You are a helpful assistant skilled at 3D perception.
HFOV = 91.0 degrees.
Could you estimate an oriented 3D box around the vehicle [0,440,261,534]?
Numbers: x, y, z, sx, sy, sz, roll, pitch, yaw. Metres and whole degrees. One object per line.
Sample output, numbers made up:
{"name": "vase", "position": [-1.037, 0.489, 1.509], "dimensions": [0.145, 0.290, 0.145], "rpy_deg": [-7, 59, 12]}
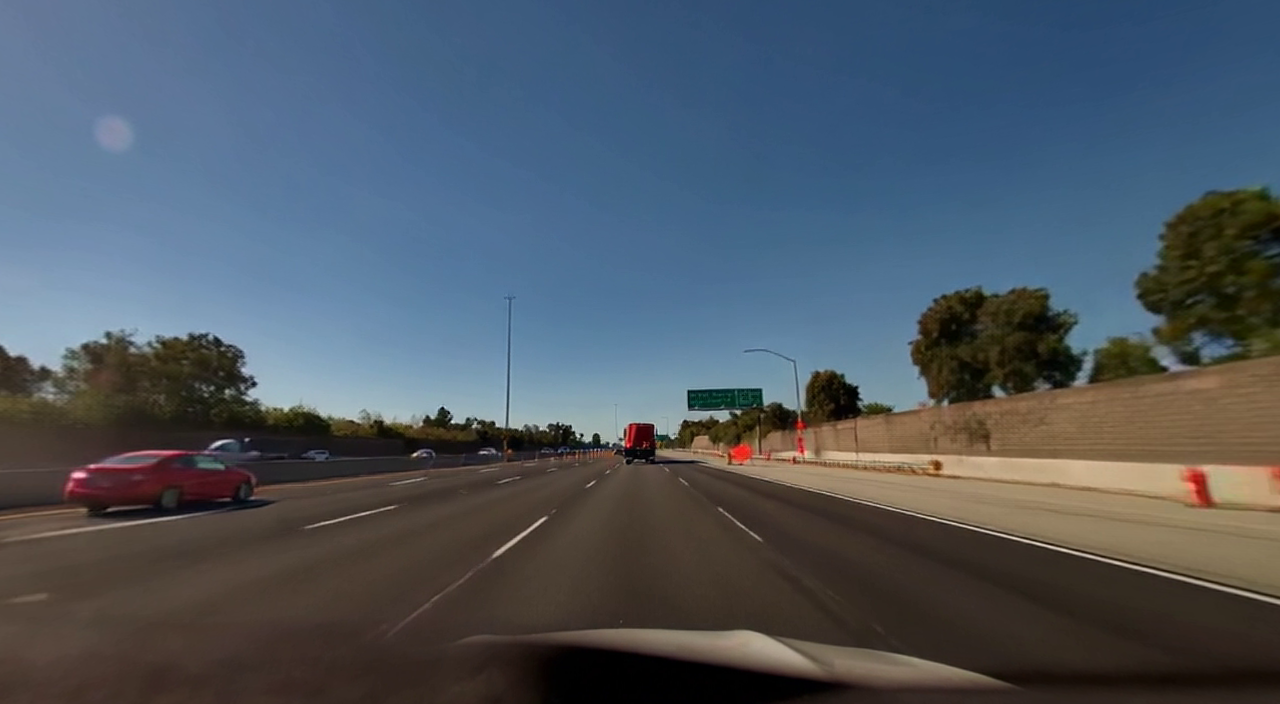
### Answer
{"name": "vehicle", "position": [-10.401, 2.622, 12.966], "dimensions": [2.096, 1.538, 4.998], "rpy_deg": [0, -9, 0]}
